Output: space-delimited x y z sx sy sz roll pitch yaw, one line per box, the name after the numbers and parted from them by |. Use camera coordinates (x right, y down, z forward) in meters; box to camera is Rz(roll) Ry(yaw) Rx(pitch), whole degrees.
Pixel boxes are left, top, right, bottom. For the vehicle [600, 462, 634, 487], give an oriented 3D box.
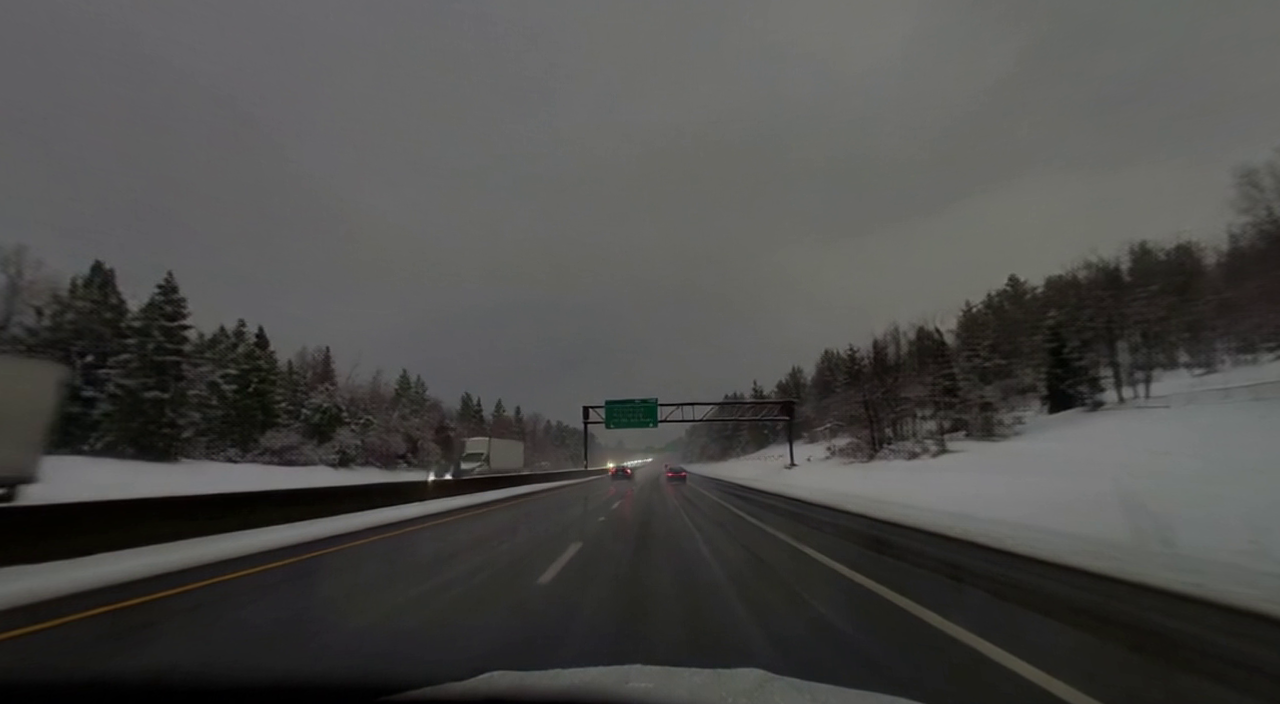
-1.668 9.109 47.008 2.160 1.721 4.368 0 -11 3 | vehicle
